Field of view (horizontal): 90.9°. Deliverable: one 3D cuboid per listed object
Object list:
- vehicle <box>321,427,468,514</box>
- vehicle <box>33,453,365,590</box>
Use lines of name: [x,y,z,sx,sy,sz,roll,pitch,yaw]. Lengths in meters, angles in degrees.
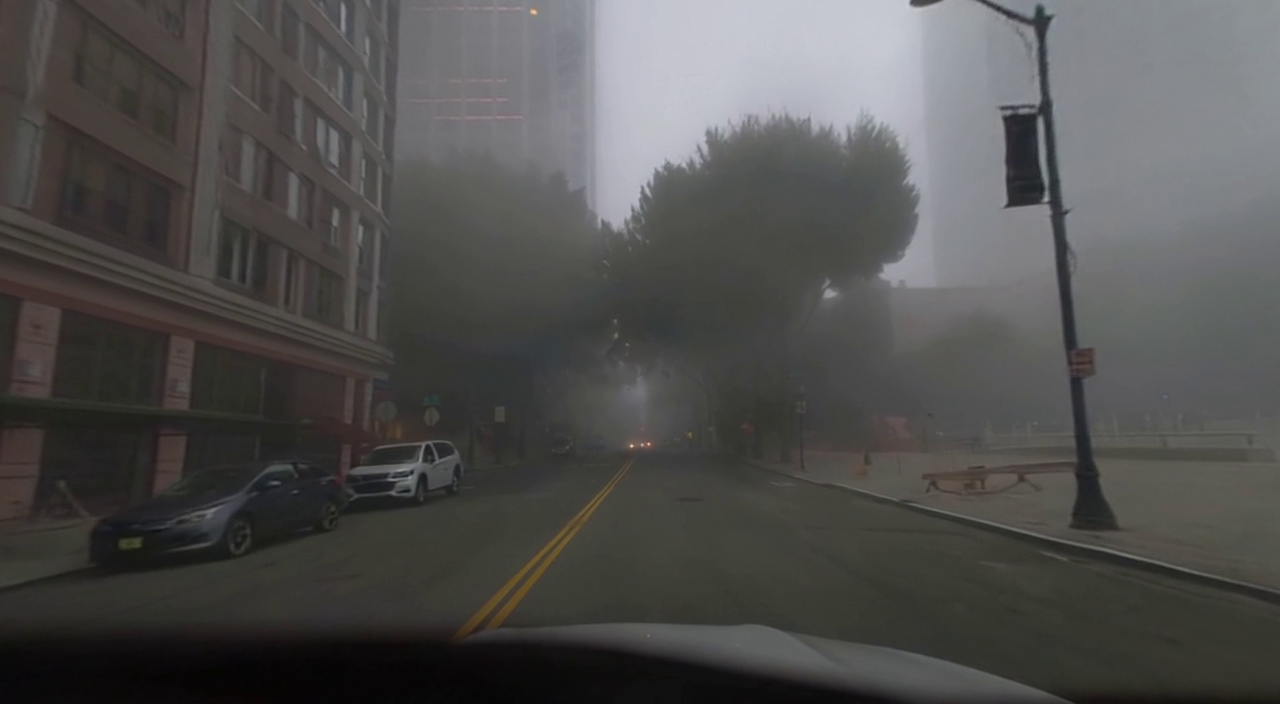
vehicle: [-6.514,3.181,17.428,2.273,1.871,4.920,-4,-9,-2]
vehicle: [-6.757,2.578,10.619,2.270,1.539,4.855,-4,-9,-2]
